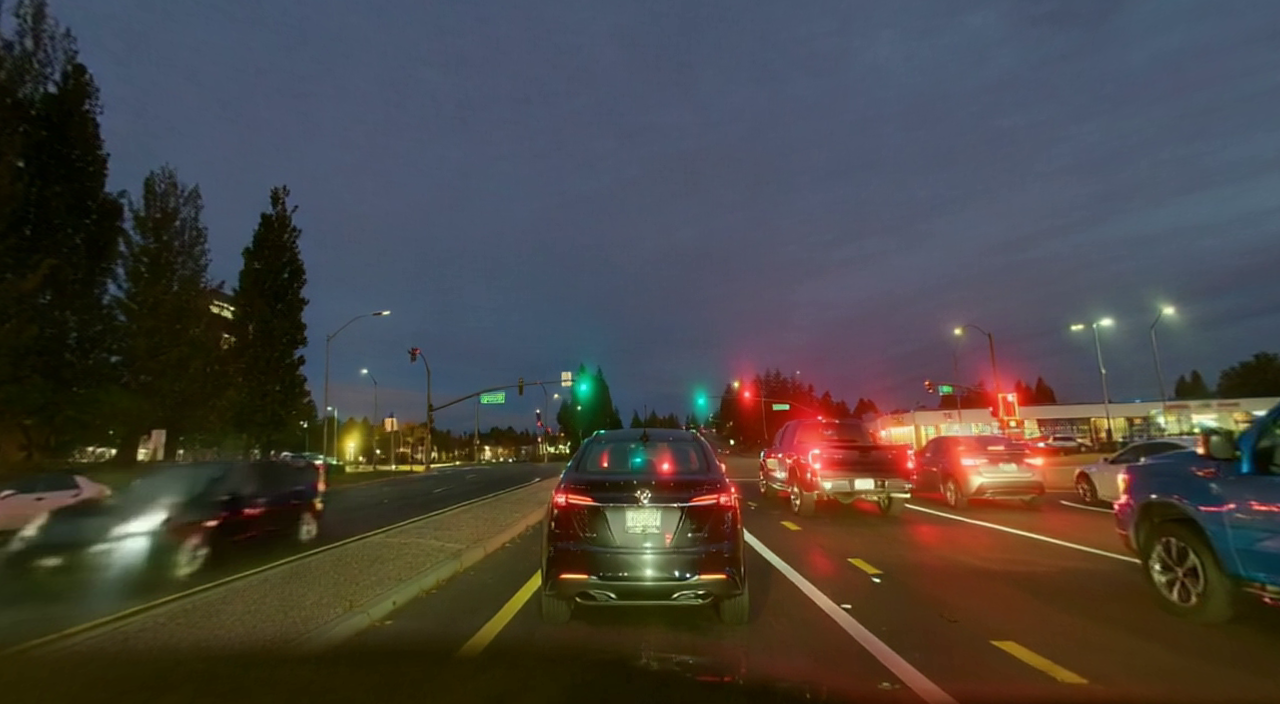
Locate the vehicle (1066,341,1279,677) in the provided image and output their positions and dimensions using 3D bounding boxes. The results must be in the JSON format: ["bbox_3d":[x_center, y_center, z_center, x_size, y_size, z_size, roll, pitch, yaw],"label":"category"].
[{"bbox_3d":[4.458,0.746,2.738,2.019,1.803,4.634,-1,-8,1],"label":"vehicle"}]

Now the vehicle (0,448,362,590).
[{"bbox_3d":[-6.153,2.175,9.161,2.157,1.492,4.411,-1,-8,1],"label":"vehicle"}]

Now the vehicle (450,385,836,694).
[{"bbox_3d":[-0.015,1.315,5.531,2.116,1.677,3.948,0,-8,-1],"label":"vehicle"}]

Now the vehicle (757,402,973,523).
[{"bbox_3d":[4.176,2.202,13.109,2.319,1.930,5.651,0,-8,-1],"label":"vehicle"}]

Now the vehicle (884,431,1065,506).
[{"bbox_3d":[7.603,2.678,14.955,1.856,1.487,4.454,0,-8,0],"label":"vehicle"}]
